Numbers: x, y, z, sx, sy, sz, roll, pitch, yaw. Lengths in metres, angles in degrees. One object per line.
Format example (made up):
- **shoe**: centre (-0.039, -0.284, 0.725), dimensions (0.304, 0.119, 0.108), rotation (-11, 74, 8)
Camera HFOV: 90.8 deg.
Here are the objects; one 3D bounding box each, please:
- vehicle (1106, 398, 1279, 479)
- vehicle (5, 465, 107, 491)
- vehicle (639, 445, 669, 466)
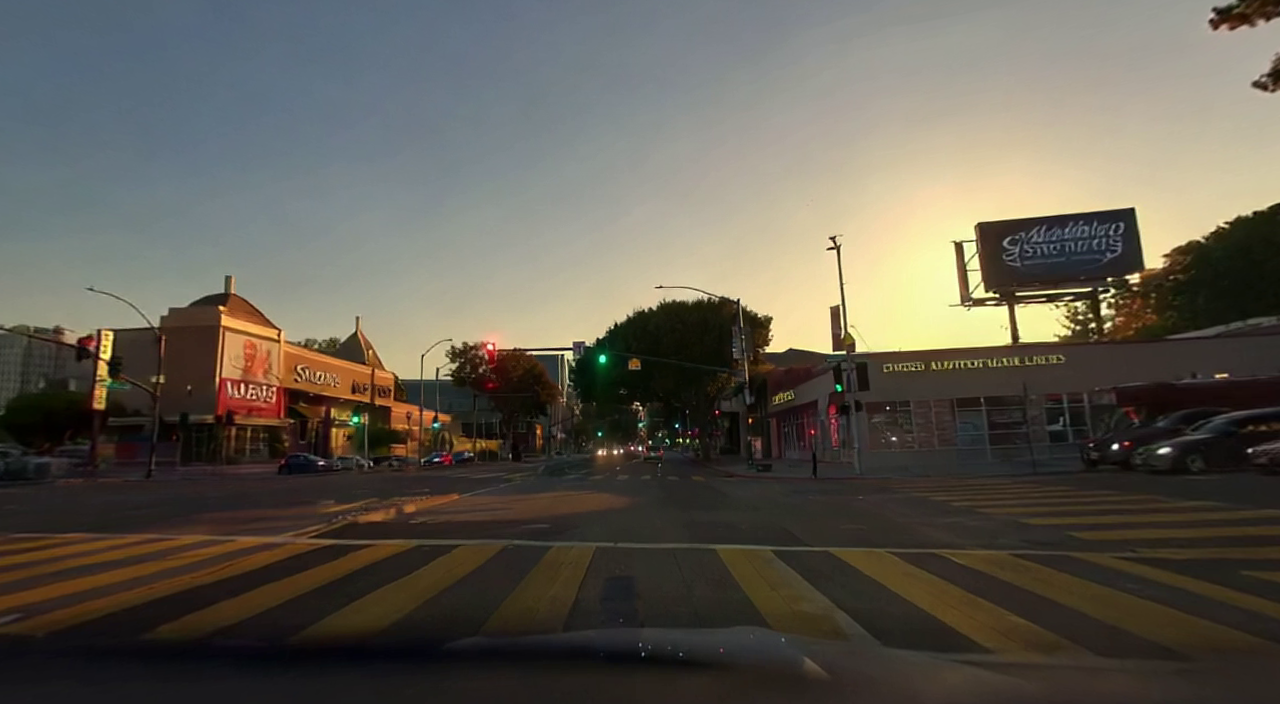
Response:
- **vehicle**: centre (15.186, 2.166, 15.766), dimensions (5.097, 1.848, 2.288), rotation (-2, -9, 11)
- **vehicle**: centre (-38.624, 8.303, 41.902), dimensions (1.826, 1.432, 4.530), rotation (-5, -10, 30)
- **vehicle**: centre (1.051, 7.842, 48.079), dimensions (2.168, 1.545, 4.047), rotation (0, -9, 2)
